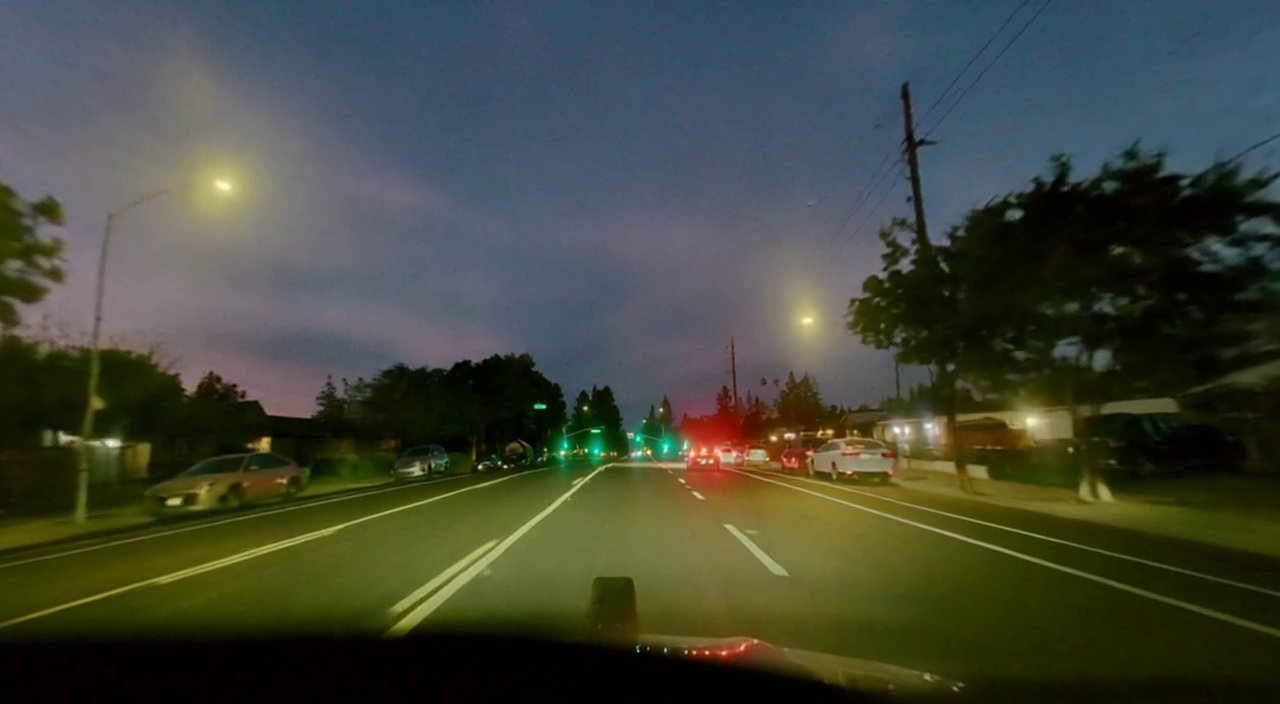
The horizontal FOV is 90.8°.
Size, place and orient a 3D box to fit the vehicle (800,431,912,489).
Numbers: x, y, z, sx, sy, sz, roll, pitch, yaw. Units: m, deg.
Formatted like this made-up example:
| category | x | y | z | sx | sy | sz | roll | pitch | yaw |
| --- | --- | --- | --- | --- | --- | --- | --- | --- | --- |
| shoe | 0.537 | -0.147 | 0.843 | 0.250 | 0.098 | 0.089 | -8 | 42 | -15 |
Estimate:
| category | x | y | z | sx | sy | sz | roll | pitch | yaw |
| --- | --- | --- | --- | --- | --- | --- | --- | --- | --- |
| vehicle | 7.496 | 3.798 | 22.562 | 2.071 | 1.793 | 5.072 | 0 | -8 | -1 |

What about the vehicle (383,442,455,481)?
| category | x | y | z | sx | sy | sz | roll | pitch | yaw |
| --- | --- | --- | --- | --- | --- | --- | --- | --- | --- |
| vehicle | -11.584 | 5.749 | 33.478 | 2.181 | 1.920 | 4.570 | 0 | -8 | 0 |

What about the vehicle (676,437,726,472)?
| category | x | y | z | sx | sy | sz | roll | pitch | yaw |
| --- | --- | --- | --- | --- | --- | --- | --- | --- | --- |
| vehicle | 3.027 | 5.185 | 32.195 | 1.951 | 1.620 | 4.582 | 0 | -8 | -2 |

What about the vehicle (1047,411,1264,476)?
| category | x | y | z | sx | sy | sz | roll | pitch | yaw |
| --- | --- | --- | --- | --- | --- | --- | --- | --- | --- |
| vehicle | 14.556 | 2.598 | 18.016 | 4.630 | 1.738 | 1.943 | 1 | -8 | -5 |

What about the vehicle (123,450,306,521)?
| category | x | y | z | sx | sy | sz | roll | pitch | yaw |
| --- | --- | --- | --- | --- | --- | --- | --- | --- | --- |
| vehicle | -11.549 | 3.593 | 17.671 | 1.953 | 1.649 | 4.648 | 0 | -8 | -1 |

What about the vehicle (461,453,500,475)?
| category | x | y | z | sx | sy | sz | roll | pitch | yaw |
| --- | --- | --- | --- | --- | --- | --- | --- | --- | --- |
| vehicle | -11.725 | 8.201 | 46.625 | 1.809 | 1.476 | 4.423 | 0 | -8 | -2 |

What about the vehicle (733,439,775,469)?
| category | x | y | z | sx | sy | sz | roll | pitch | yaw |
| --- | --- | --- | --- | --- | --- | --- | --- | --- | --- |
| vehicle | 7.558 | 6.800 | 42.155 | 1.873 | 1.867 | 4.673 | 0 | -8 | 0 |
